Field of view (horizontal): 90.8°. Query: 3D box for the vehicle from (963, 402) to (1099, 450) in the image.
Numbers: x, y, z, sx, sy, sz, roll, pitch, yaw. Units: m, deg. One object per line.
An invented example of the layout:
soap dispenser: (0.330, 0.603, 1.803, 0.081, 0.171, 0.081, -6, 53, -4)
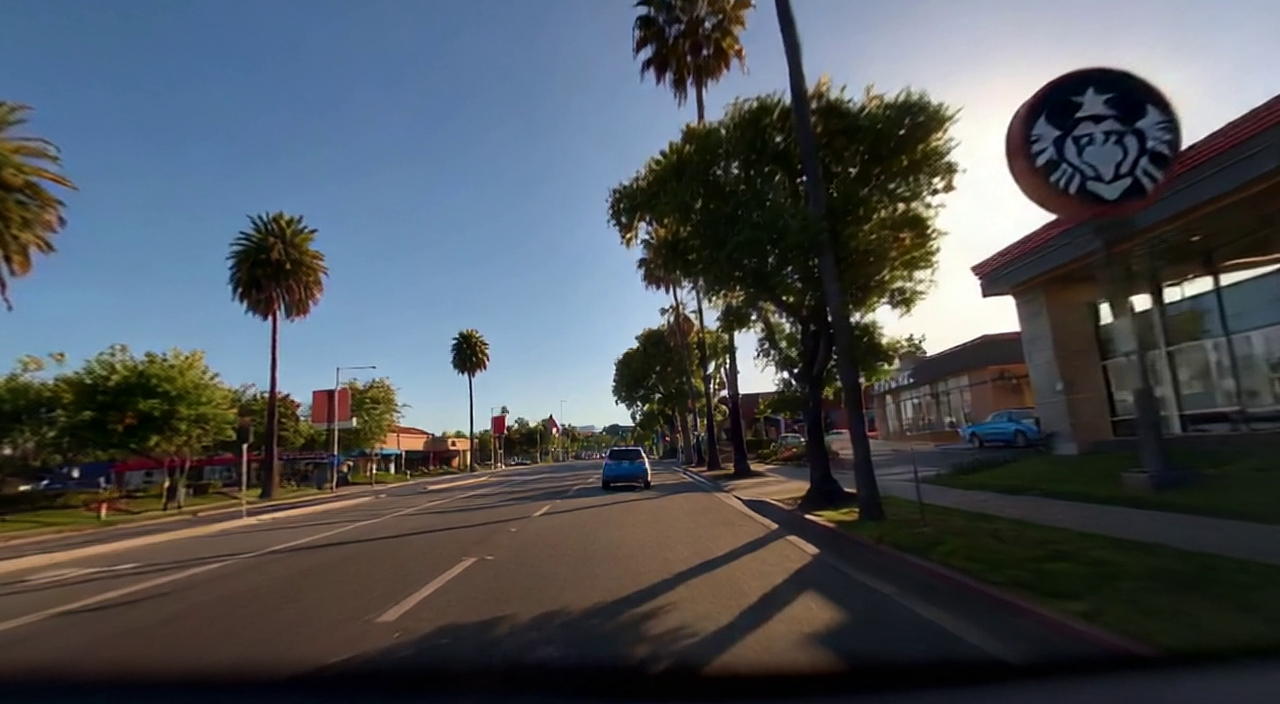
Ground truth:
vehicle: (13.337, 2.644, 21.934, 1.827, 1.497, 4.468, 0, -9, -1)

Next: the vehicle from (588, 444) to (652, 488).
vehicle: (-0.721, 4.225, 23.773, 2.156, 1.462, 4.495, 0, -9, -1)

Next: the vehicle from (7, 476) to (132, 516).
vehicle: (-30.262, 7.615, 33.771, 2.092, 1.719, 4.868, 0, -9, 0)

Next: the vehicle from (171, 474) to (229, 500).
vehicle: (-31.127, 9.566, 44.844, 1.791, 1.511, 4.030, 1, -9, -10)
